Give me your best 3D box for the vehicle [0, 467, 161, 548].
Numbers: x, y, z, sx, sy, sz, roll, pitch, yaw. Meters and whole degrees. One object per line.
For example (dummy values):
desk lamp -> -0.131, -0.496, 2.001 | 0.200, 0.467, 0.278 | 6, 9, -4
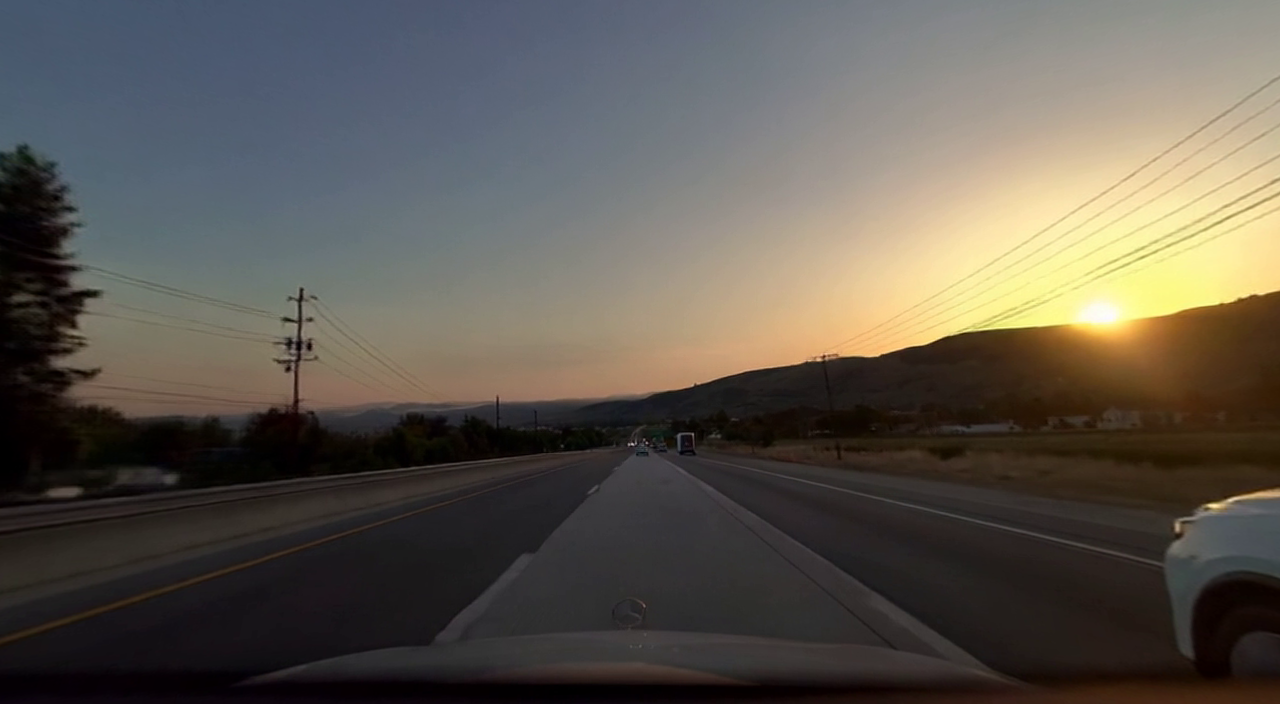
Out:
vehicle -> -16.499, 4.240, 17.858 | 2.122, 1.774, 4.756 | 0, -8, 0
